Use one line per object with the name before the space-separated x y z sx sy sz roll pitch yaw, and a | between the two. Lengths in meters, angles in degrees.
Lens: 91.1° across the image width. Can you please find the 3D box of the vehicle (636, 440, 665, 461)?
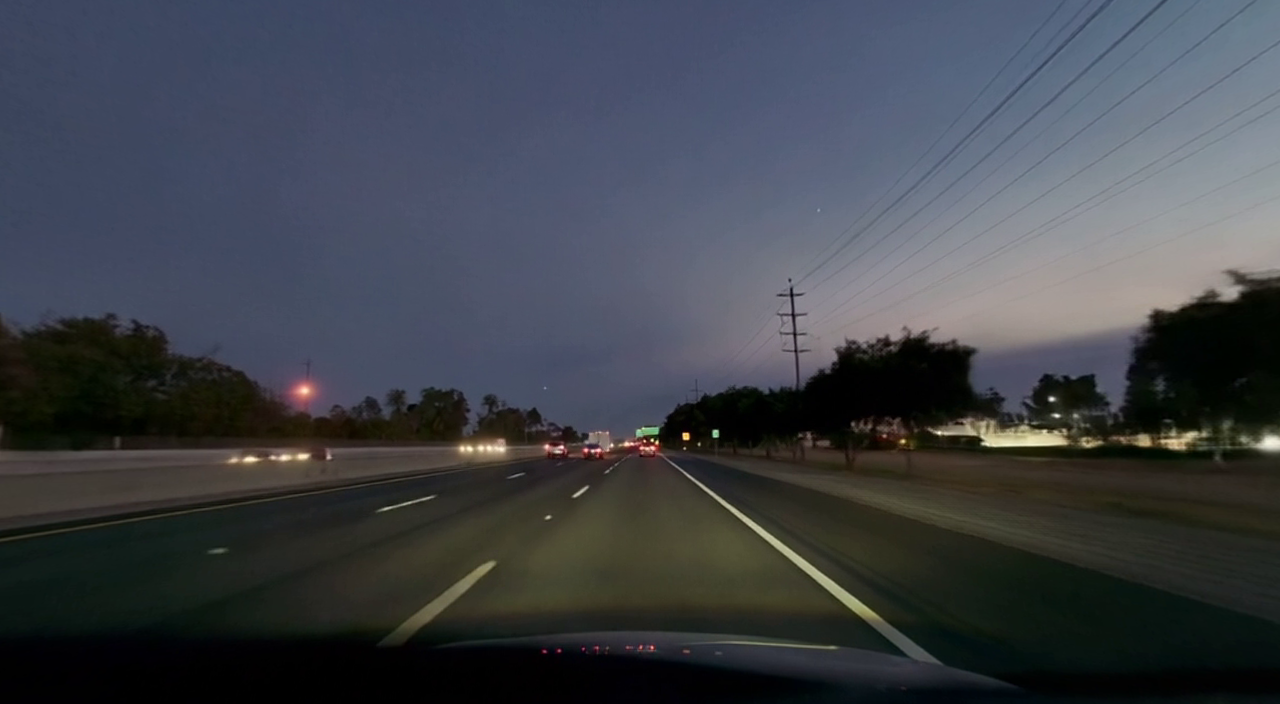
vehicle | 0.763 7.421 47.433 2.057 1.453 3.926 0 -8 0

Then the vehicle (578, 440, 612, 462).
vehicle | -3.196 7.137 45.240 2.046 1.478 4.111 0 -8 1
